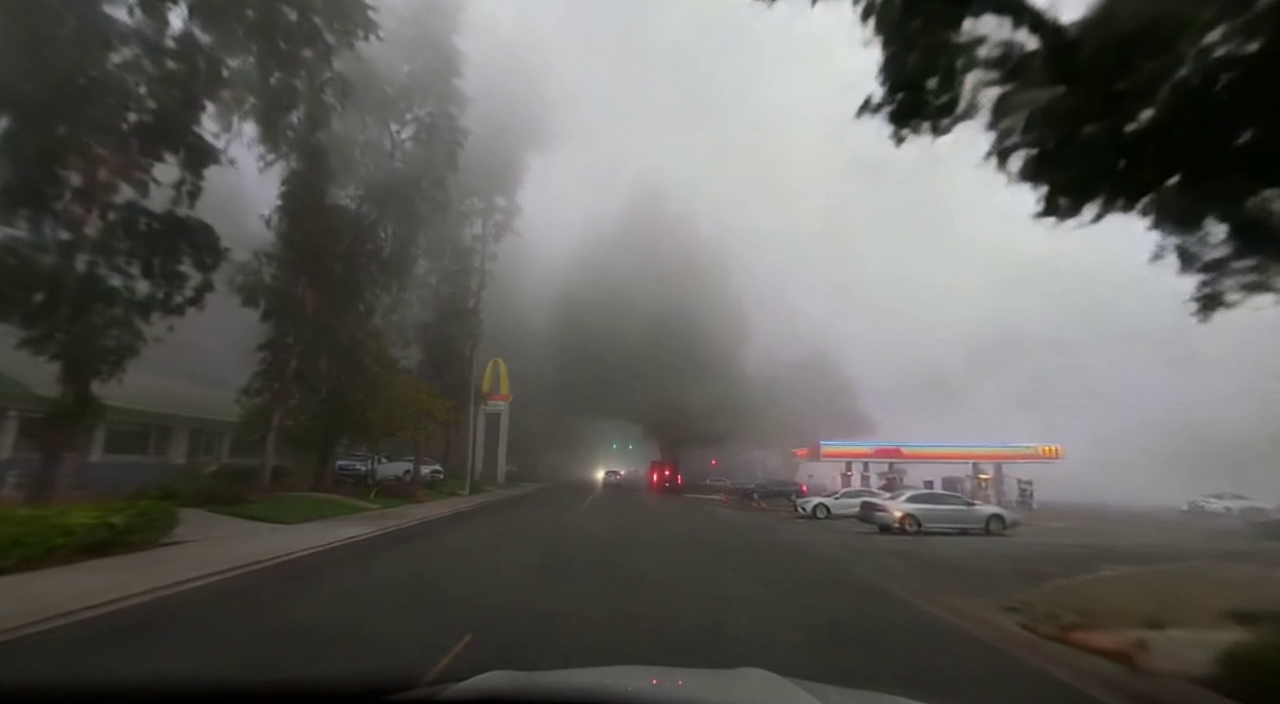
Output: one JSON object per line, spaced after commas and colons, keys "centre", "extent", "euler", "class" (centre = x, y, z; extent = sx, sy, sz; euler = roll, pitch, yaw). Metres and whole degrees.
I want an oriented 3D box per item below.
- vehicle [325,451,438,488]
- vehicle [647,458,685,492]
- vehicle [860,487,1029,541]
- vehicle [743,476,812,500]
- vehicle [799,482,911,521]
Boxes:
{"centre": [-12.564, 5.737, 30.792], "extent": [4.575, 1.641, 2.006], "euler": [11, -14, -43], "class": "vehicle"}
{"centre": [1.688, 8.313, 42.816], "extent": [2.153, 2.074, 5.188], "euler": [1, -10, -2], "class": "vehicle"}
{"centre": [9.473, 5.067, 19.866], "extent": [4.316, 1.462, 1.921], "euler": [2, -10, -3], "class": "vehicle"}
{"centre": [9.025, 8.974, 41.621], "extent": [4.123, 1.446, 1.807], "euler": [2, -10, -3], "class": "vehicle"}
{"centre": [9.223, 6.453, 27.271], "extent": [4.169, 1.474, 1.850], "euler": [1, -10, -3], "class": "vehicle"}
